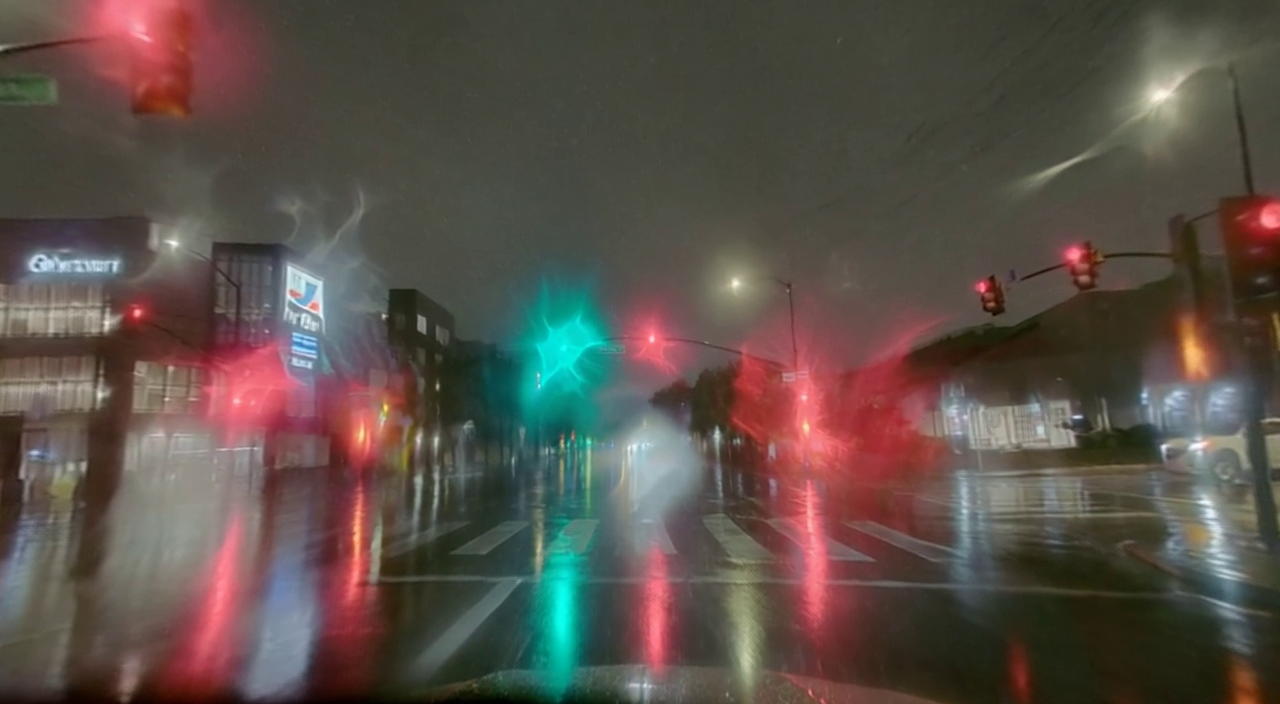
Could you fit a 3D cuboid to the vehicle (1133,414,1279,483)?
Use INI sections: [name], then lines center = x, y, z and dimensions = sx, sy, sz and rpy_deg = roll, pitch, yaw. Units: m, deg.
[vehicle]
center = 16.950, 2.660, 17.458
dimensions = 4.836, 1.795, 1.957
rpy_deg = 0, -8, 0
